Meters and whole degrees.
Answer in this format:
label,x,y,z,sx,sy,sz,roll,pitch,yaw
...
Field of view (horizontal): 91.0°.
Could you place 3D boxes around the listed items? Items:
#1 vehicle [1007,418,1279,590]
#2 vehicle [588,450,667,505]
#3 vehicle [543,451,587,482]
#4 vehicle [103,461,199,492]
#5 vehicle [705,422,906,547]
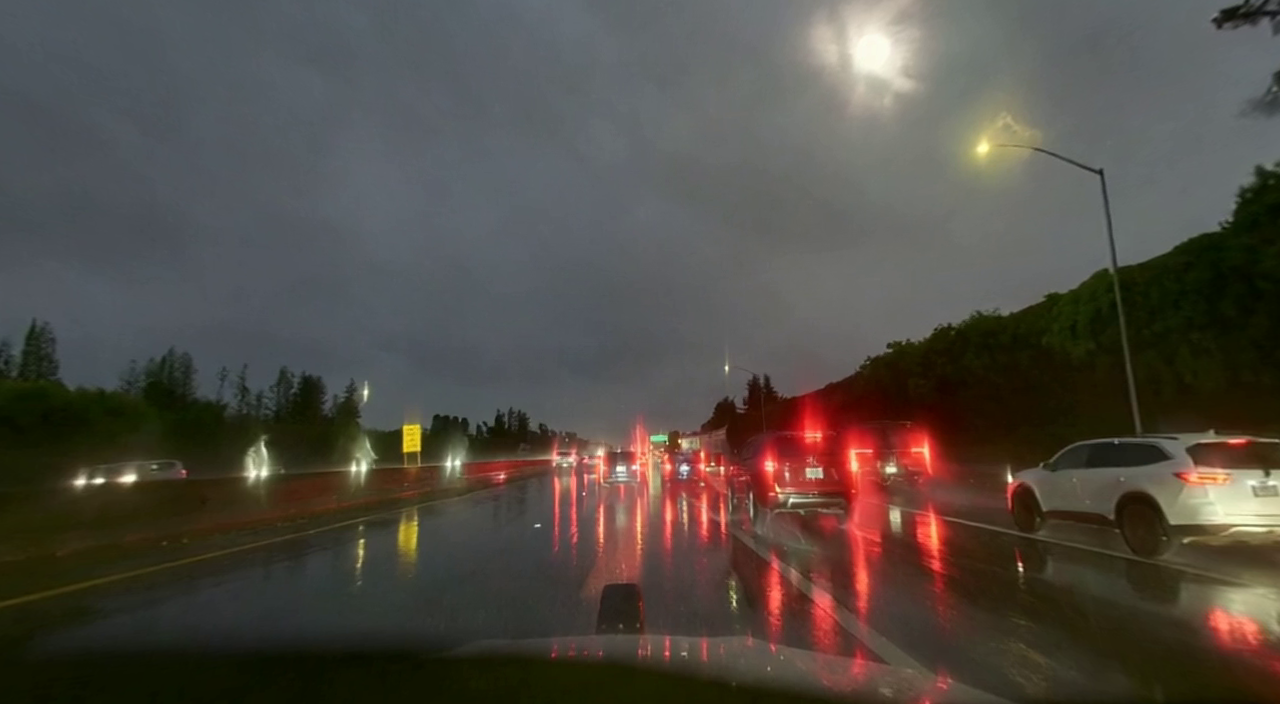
label,x,y,z,sx,sy,sz,roll,pitch,yaw
vehicle,7.167,1.810,8.272,1.972,1.647,4.429,0,-9,0
vehicle,-0.319,3.773,19.361,2.157,1.495,4.038,0,-9,1
vehicle,-4.178,6.385,35.484,1.889,1.600,4.043,0,-9,1
vehicle,-28.917,7.325,37.445,1.914,1.634,4.517,0,-9,1
vehicle,2.553,2.182,10.949,2.230,1.740,3.976,1,-9,-3
